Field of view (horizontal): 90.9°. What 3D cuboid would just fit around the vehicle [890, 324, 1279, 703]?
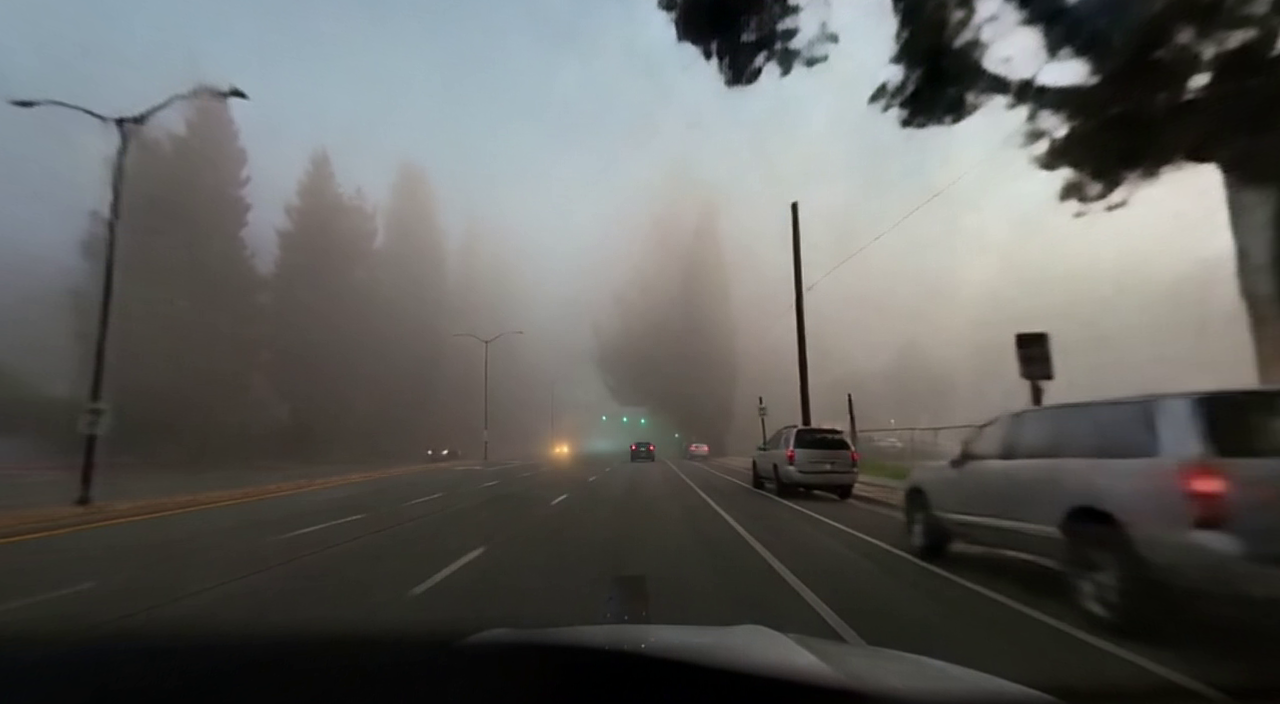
[{"bbox_3d":[4.206,1.136,5.301,2.298,1.903,4.655,0,-8,1],"label":"vehicle"}]

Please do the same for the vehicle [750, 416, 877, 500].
[{"bbox_3d":[4.191,2.644,16.028,2.109,1.838,4.204,0,-8,2],"label":"vehicle"}]

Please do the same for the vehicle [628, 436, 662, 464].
[{"bbox_3d":[0.335,6.618,42.663,2.169,1.751,4.276,0,-8,1],"label":"vehicle"}]
